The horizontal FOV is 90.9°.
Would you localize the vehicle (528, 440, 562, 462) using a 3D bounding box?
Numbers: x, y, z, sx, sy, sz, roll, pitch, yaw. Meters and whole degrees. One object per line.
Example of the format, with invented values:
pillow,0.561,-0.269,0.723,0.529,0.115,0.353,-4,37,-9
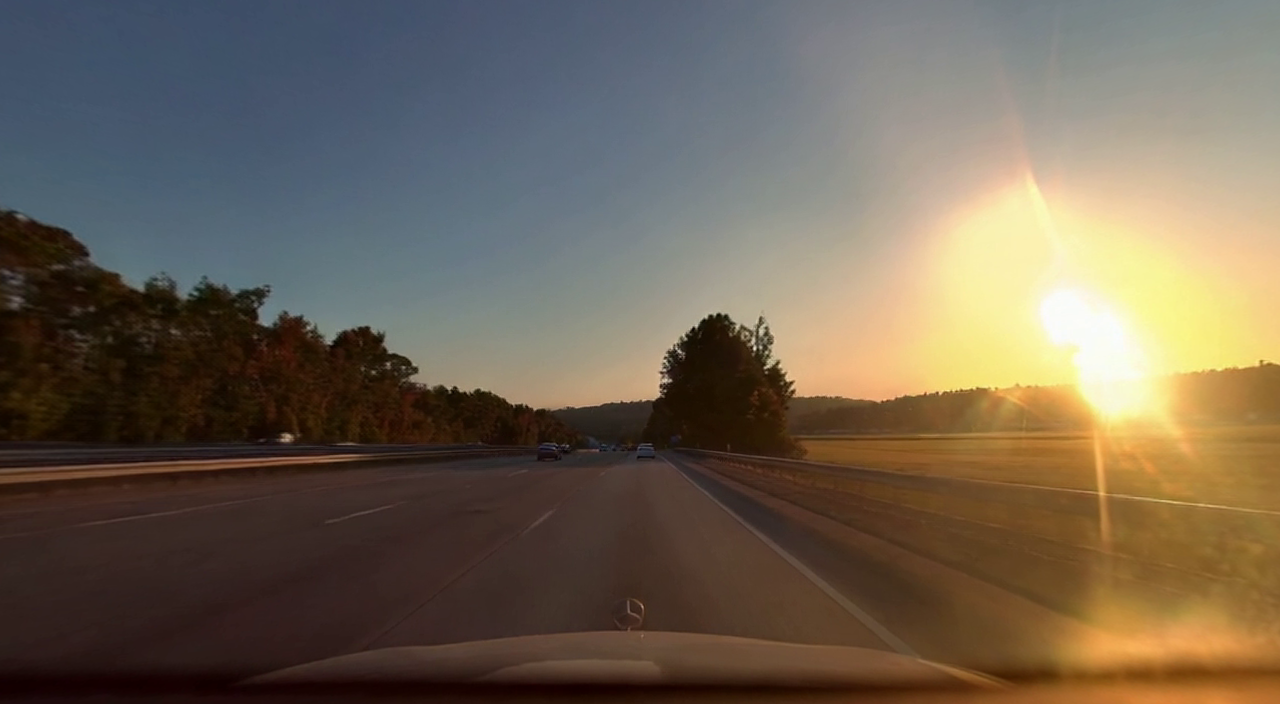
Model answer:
vehicle,-7.240,7.575,48.468,1.972,1.603,3.891,0,-8,1
